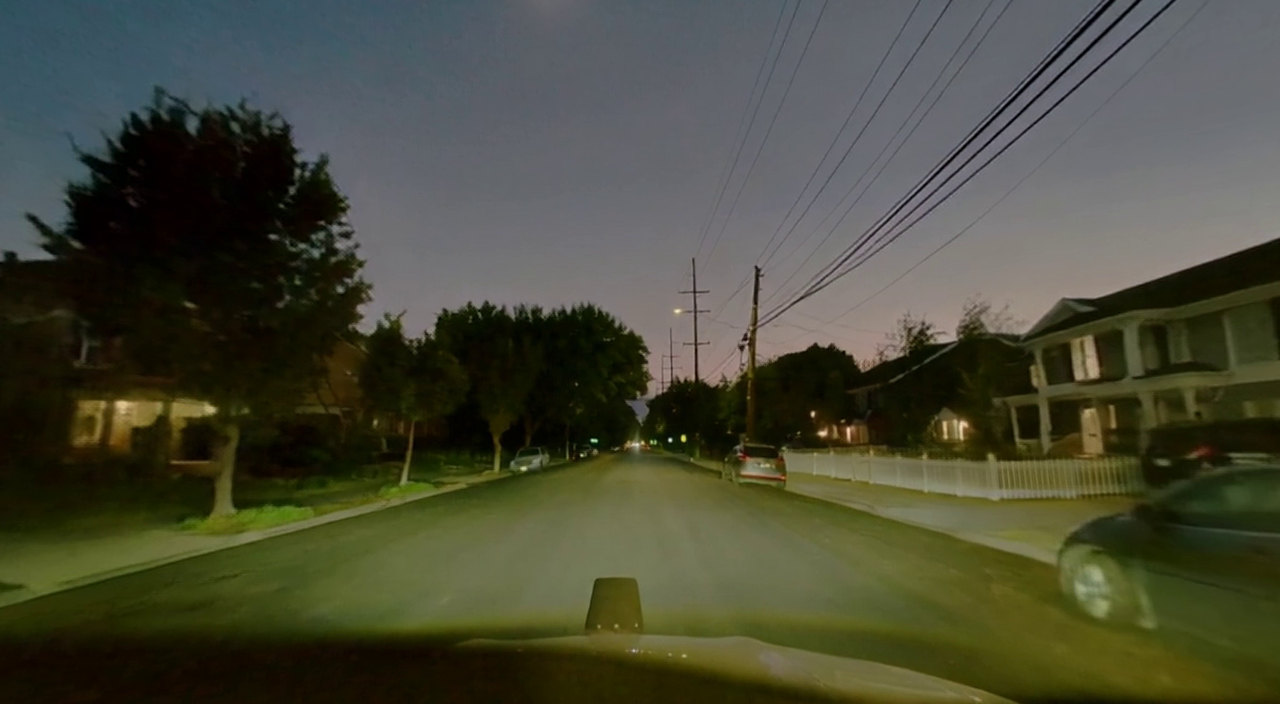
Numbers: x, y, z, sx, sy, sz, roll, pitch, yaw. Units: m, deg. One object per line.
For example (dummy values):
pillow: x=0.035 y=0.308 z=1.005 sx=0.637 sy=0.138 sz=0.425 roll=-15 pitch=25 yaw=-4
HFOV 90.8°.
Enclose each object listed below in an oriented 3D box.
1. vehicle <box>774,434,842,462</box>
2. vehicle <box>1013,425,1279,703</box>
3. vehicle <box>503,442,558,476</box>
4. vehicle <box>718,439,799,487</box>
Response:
vehicle: x=11.427 y=6.581 z=43.160 sx=4.293 sy=1.657 sz=1.961 roll=-3 pitch=-13 yaw=14
vehicle: x=4.208 y=1.058 z=2.811 sx=1.936 sy=1.464 sz=5.141 roll=0 pitch=-9 yaw=0
vehicle: x=-5.791 y=5.696 z=34.090 sx=1.954 sy=1.551 sz=5.128 roll=-3 pitch=-7 yaw=1
vehicle: x=4.180 y=3.990 z=22.975 sx=2.020 sy=1.558 sz=3.925 roll=1 pitch=-9 yaw=-3
